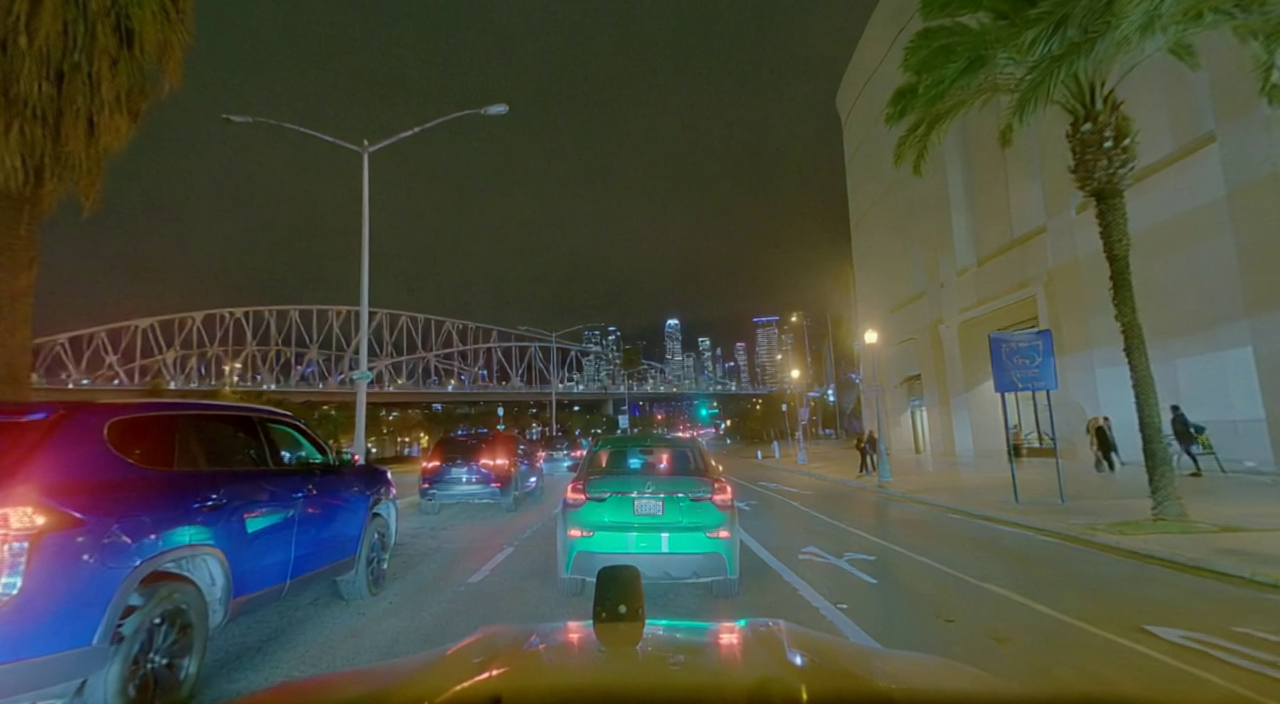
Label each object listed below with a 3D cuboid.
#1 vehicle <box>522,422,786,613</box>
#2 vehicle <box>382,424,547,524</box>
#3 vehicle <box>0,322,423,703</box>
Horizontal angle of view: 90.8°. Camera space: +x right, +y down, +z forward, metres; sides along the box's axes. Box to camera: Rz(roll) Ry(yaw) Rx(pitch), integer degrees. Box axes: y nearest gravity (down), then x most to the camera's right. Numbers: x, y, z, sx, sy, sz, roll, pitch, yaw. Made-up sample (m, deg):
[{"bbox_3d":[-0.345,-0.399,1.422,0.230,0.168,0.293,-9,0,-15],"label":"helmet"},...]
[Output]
[{"bbox_3d":[0.094,1.592,7.027,2.036,1.461,4.129,0,-8,0],"label":"vehicle"},{"bbox_3d":[-3.201,2.314,12.489,1.955,1.637,4.032,0,-8,2],"label":"vehicle"},{"bbox_3d":[-3.264,1.064,4.193,2.014,1.740,4.359,0,-8,1],"label":"vehicle"}]
